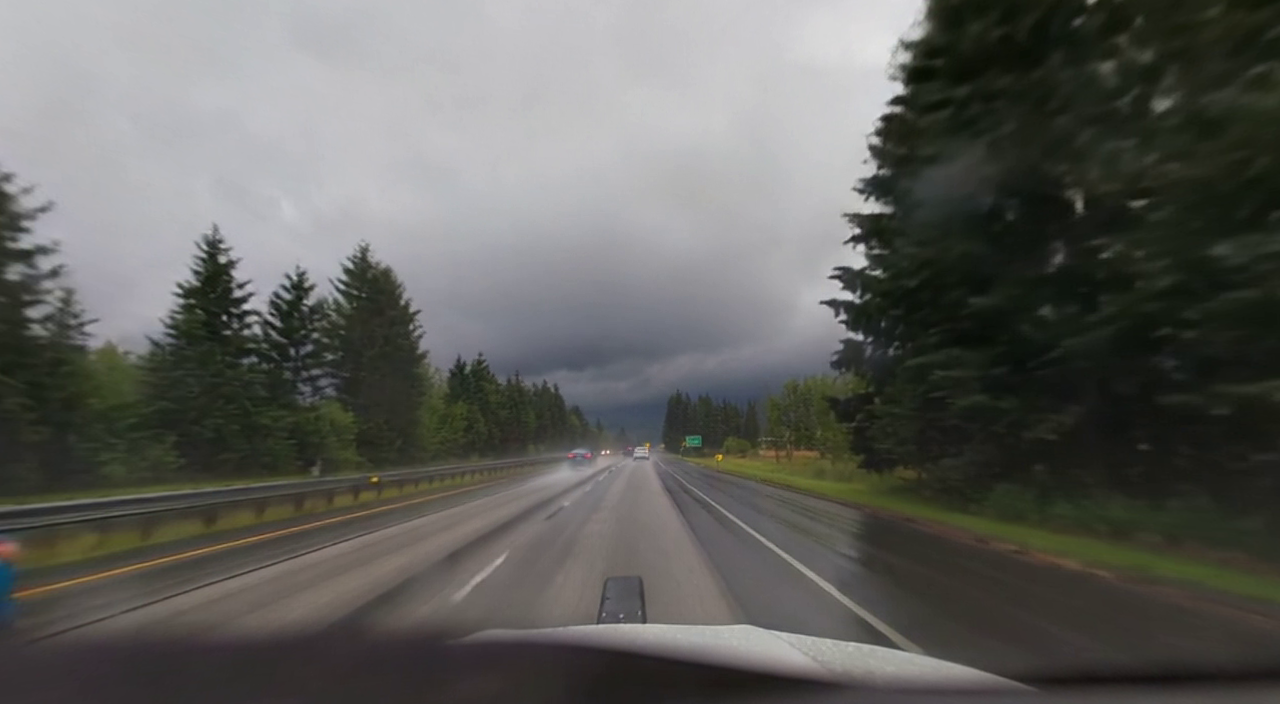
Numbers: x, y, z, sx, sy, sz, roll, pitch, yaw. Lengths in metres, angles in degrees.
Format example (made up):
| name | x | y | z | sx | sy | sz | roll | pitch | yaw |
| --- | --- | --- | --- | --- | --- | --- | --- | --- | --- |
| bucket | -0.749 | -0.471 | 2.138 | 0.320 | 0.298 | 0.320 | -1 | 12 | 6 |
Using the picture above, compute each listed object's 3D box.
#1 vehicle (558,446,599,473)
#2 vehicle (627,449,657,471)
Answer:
| name | x | y | z | sx | sy | sz | roll | pitch | yaw |
| --- | --- | --- | --- | --- | --- | --- | --- | --- | --- |
| vehicle | -3.973 | 7.030 | 41.549 | 2.182 | 1.629 | 4.263 | 0 | -9 | 1 |
| vehicle | 0.147 | 7.701 | 45.249 | 2.046 | 1.452 | 4.407 | 0 | -9 | 0 |
